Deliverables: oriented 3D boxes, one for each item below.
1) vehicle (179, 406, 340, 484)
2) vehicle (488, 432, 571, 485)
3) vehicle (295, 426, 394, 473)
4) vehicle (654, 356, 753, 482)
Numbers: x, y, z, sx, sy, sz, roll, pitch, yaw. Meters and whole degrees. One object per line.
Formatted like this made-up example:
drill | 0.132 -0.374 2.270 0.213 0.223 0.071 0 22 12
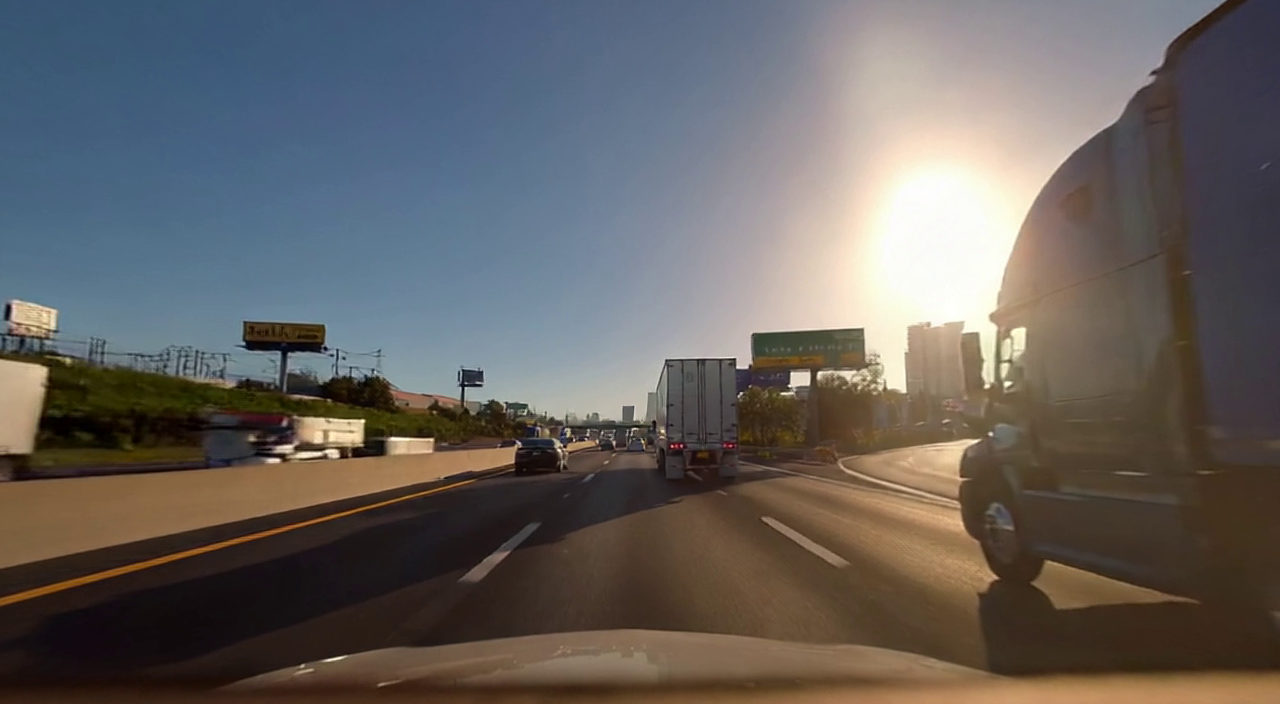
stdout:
vehicle | -15.979 3.975 27.198 2.606 2.906 6.895 0 -8 0
vehicle | -3.368 3.299 19.956 1.930 1.484 3.849 0 -8 0
vehicle | -15.925 5.276 34.442 2.437 2.311 6.057 0 -8 0
vehicle | 2.028 2.775 24.795 2.871 3.815 11.331 0 -8 1
